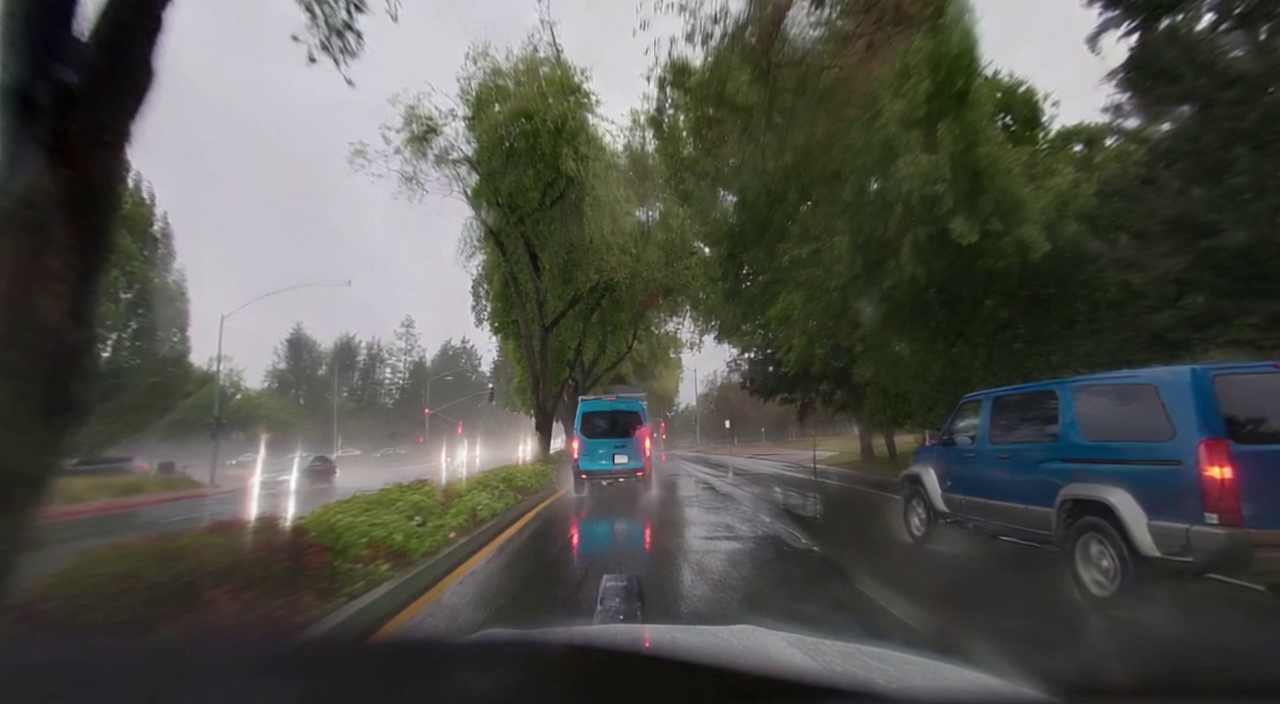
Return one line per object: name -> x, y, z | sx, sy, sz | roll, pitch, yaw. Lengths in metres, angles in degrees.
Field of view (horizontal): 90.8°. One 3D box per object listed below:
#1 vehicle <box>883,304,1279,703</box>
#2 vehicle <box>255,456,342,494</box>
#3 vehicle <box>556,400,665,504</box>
vehicle -> 3.683, 0.987, 4.895 | 1.988, 1.873, 3.968 | 0, -9, 0
vehicle -> -14.484, 5.192, 27.014 | 1.702, 1.413, 3.774 | 0, -8, -2
vehicle -> -0.585, 2.308, 14.730 | 2.145, 2.046, 4.309 | 0, -8, 0
